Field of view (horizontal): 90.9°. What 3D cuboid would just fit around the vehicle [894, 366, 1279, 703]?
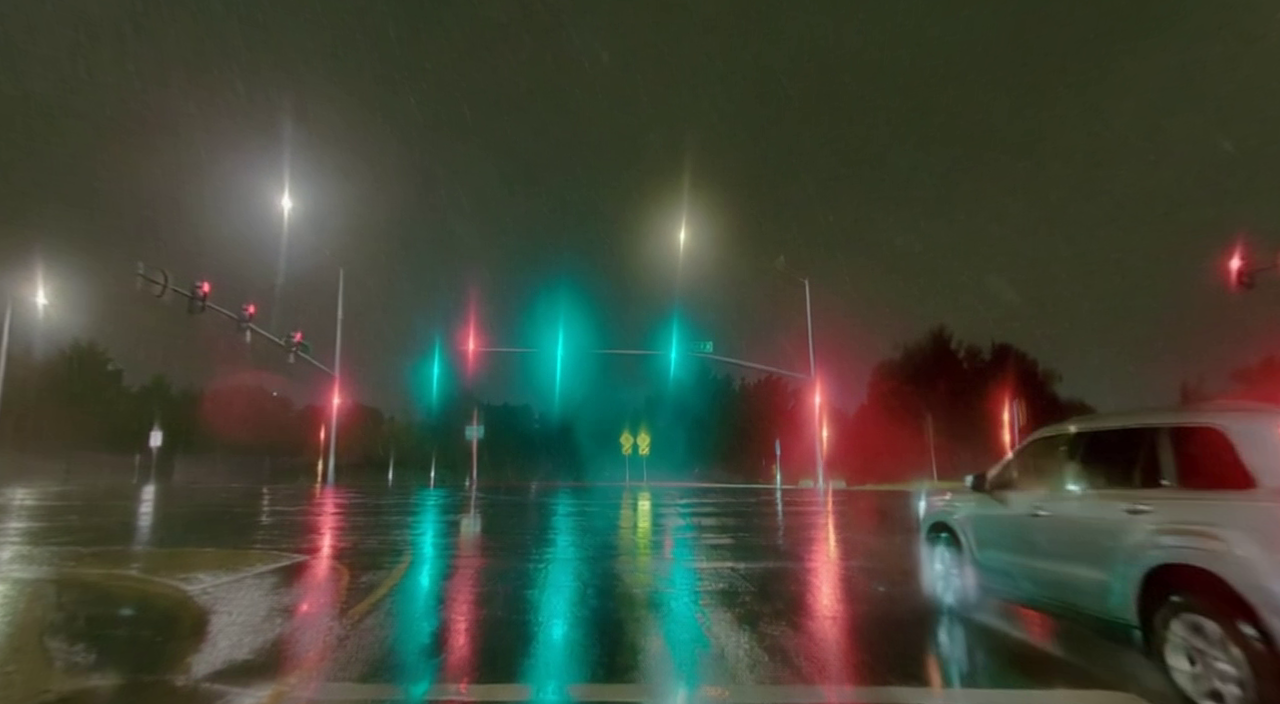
[{"bbox_3d":[3.204,1.070,3.457,1.938,1.648,4.211,0,-8,1],"label":"vehicle"}]
